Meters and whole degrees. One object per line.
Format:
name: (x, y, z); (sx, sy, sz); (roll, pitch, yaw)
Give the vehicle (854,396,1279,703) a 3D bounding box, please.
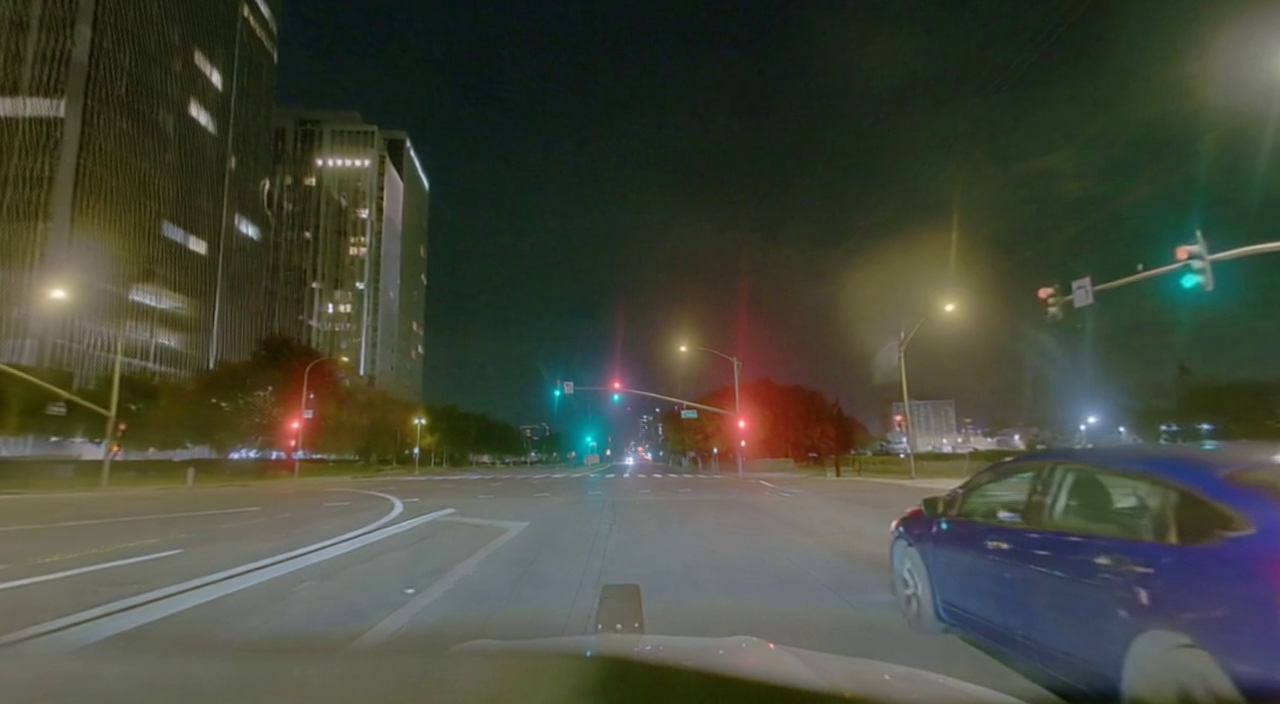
vehicle: (3.136, 1.146, 3.584); (2.089, 1.539, 4.767); (0, -9, -1)
